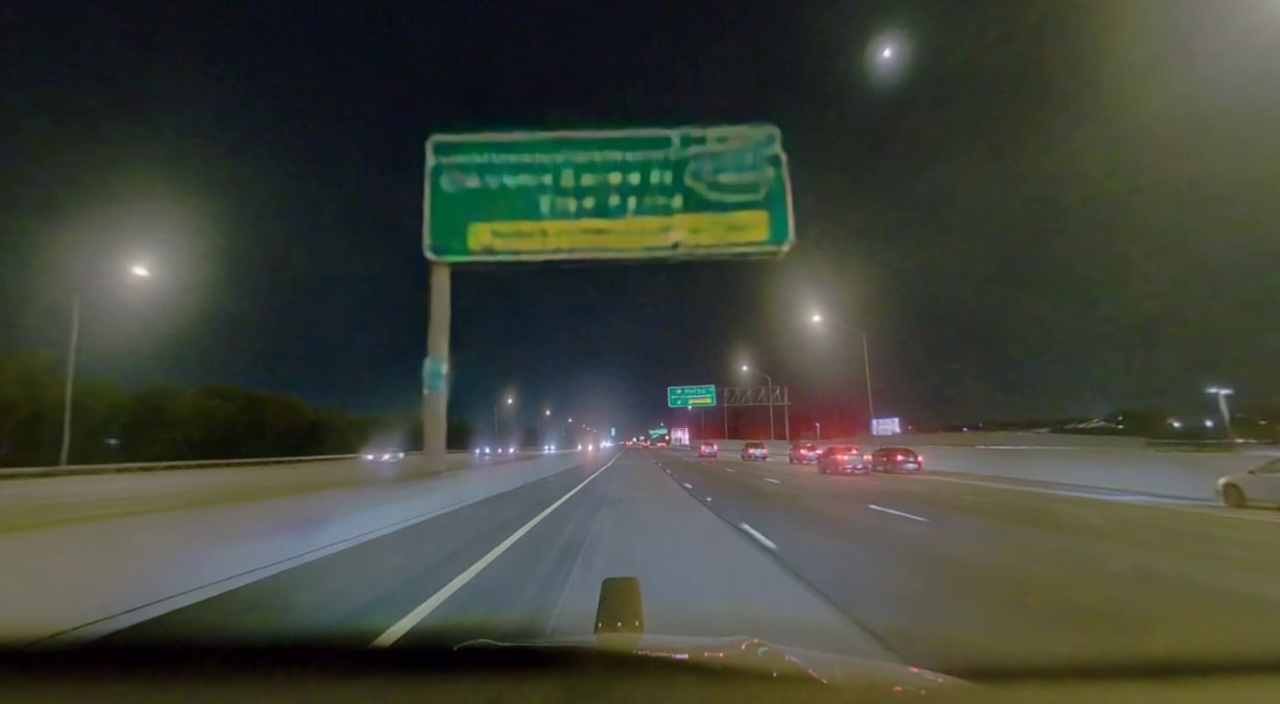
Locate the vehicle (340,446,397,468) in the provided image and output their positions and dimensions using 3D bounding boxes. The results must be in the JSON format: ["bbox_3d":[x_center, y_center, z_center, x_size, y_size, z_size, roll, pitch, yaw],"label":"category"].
[{"bbox_3d":[-18.972,7.377,44.445,1.996,1.458,4.528,0,-9,0],"label":"vehicle"}]

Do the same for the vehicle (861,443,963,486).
[{"bbox_3d":[9.874,4.081,23.291,1.836,1.418,4.132,0,-9,-1],"label":"vehicle"}]
